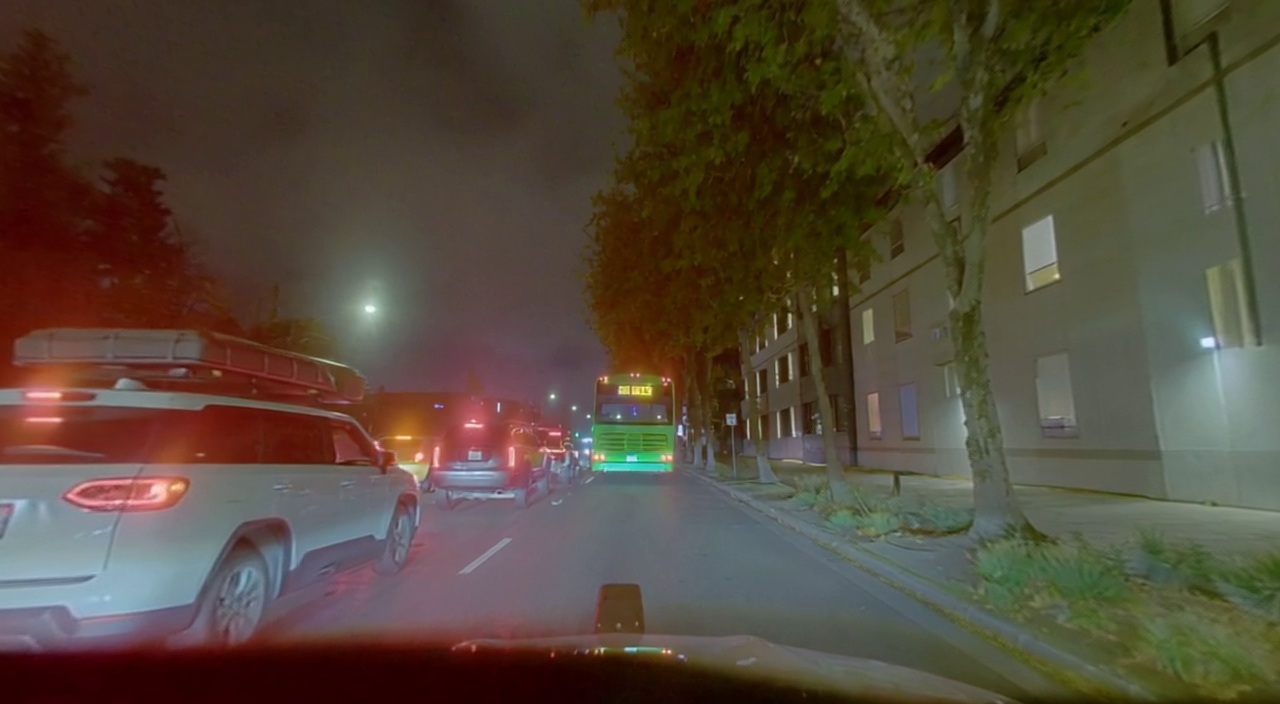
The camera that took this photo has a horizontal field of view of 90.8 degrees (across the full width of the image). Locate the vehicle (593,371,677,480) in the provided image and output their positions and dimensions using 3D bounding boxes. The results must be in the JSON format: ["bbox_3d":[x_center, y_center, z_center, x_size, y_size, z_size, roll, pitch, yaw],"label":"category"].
[{"bbox_3d":[-0.220,3.507,28.636,2.970,3.857,12.200,0,-9,0],"label":"vehicle"}]

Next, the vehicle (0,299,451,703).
[{"bbox_3d":[-3.378,1.085,5.116,2.095,1.892,5.043,0,-9,0],"label":"vehicle"}]

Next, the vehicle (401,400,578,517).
[{"bbox_3d":[-3.060,2.405,14.636,2.546,2.125,5.869,0,-9,1],"label":"vehicle"}]
